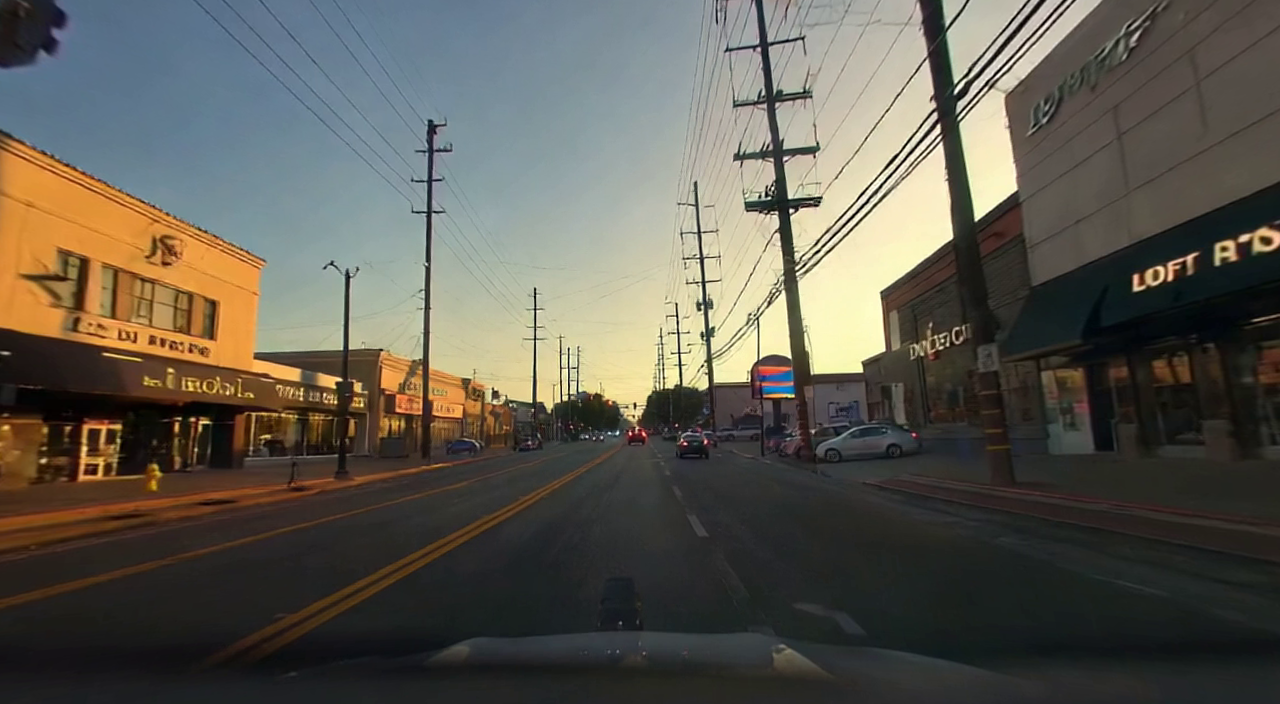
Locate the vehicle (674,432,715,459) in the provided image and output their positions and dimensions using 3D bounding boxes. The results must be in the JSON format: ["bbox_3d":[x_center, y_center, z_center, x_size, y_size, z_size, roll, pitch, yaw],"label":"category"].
[{"bbox_3d":[3.171,5.534,37.391,1.926,1.482,4.442,0,-8,-1],"label":"vehicle"}]

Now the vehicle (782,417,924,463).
[{"bbox_3d":[9.873,4.134,29.711,5.771,2.013,2.414,-1,-8,-1],"label":"vehicle"}]
